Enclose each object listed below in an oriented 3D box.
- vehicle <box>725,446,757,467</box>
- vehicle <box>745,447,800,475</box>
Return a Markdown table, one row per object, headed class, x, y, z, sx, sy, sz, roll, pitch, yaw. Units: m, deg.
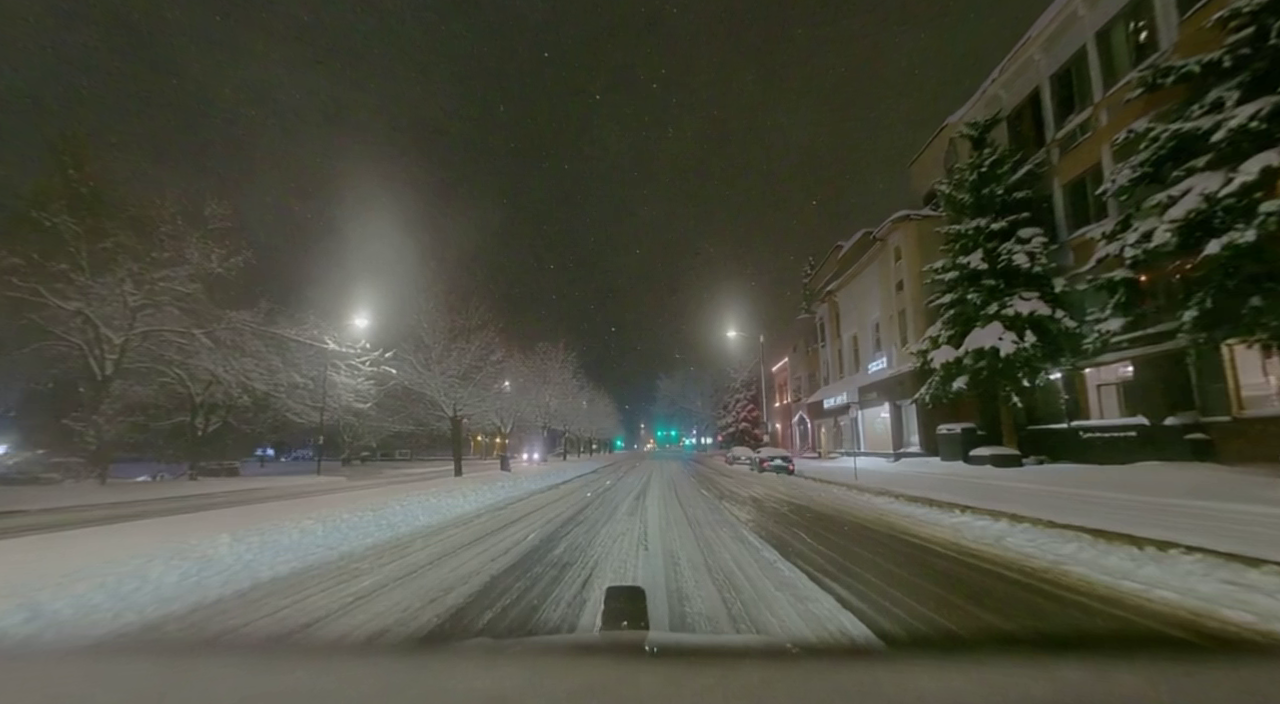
| class | x | y | z | sx | sy | sz | roll | pitch | yaw |
| --- | --- | --- | --- | --- | --- | --- | --- | --- | --- |
| vehicle | 7.931 | 8.255 | 50.000 | 1.923 | 1.498 | 4.676 | 0 | -9 | 2 |
| vehicle | 7.591 | 6.247 | 36.560 | 2.119 | 1.458 | 4.965 | 1 | -9 | 0 |
